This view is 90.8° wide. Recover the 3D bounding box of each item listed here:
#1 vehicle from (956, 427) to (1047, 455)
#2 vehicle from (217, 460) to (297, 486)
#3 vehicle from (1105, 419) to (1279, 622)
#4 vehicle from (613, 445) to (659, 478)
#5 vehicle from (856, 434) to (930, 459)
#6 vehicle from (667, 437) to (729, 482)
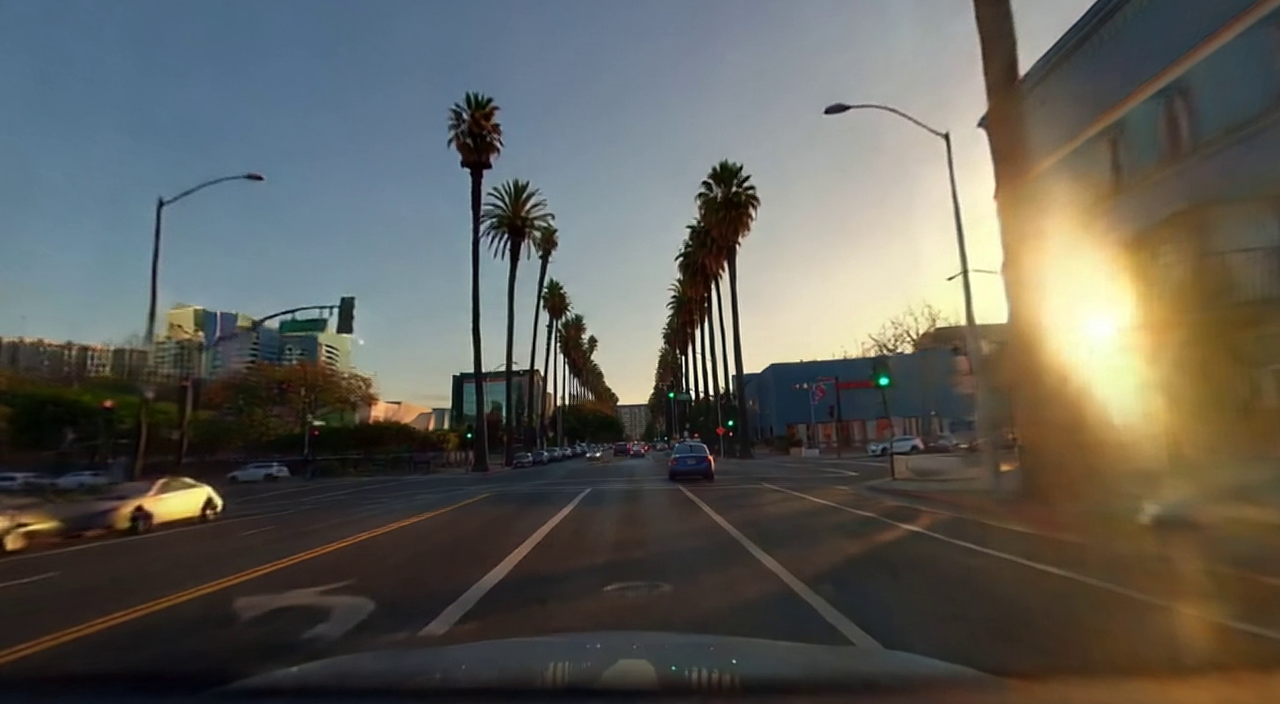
[{"bbox_3d":[25.764,6.378,45.160,5.130,1.875,2.118,0,-8,-2],"label":"vehicle"},{"bbox_3d":[-28.528,9.010,47.184,4.570,1.741,2.107,0,-8,-1],"label":"vehicle"},{"bbox_3d":[6.302,1.330,4.874,2.157,1.640,4.228,0,-8,0],"label":"vehicle"},{"bbox_3d":[-0.236,5.200,30.283,2.088,1.452,3.993,0,-8,-2],"label":"vehicle"},{"bbox_3d":[17.801,6.651,44.560,4.277,1.665,2.006,0,-8,-2],"label":"vehicle"},{"bbox_3d":[2.294,4.404,26.199,2.003,1.702,4.288,0,-8,-3],"label":"vehicle"}]
